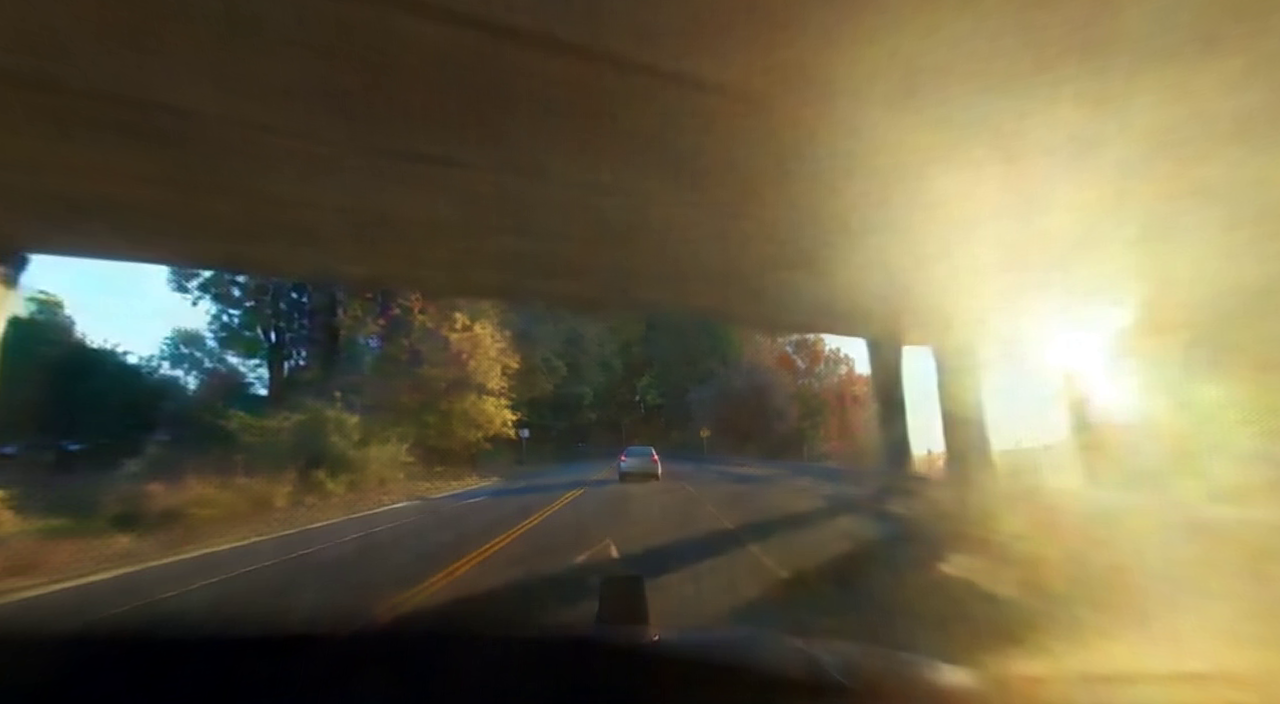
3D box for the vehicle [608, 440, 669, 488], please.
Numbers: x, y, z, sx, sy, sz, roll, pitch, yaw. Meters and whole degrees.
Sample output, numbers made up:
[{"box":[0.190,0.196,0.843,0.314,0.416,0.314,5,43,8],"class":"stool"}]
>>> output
[{"box":[-0.058,4.062,23.072,2.037,1.601,3.643,0,-9,0],"class":"vehicle"}]
